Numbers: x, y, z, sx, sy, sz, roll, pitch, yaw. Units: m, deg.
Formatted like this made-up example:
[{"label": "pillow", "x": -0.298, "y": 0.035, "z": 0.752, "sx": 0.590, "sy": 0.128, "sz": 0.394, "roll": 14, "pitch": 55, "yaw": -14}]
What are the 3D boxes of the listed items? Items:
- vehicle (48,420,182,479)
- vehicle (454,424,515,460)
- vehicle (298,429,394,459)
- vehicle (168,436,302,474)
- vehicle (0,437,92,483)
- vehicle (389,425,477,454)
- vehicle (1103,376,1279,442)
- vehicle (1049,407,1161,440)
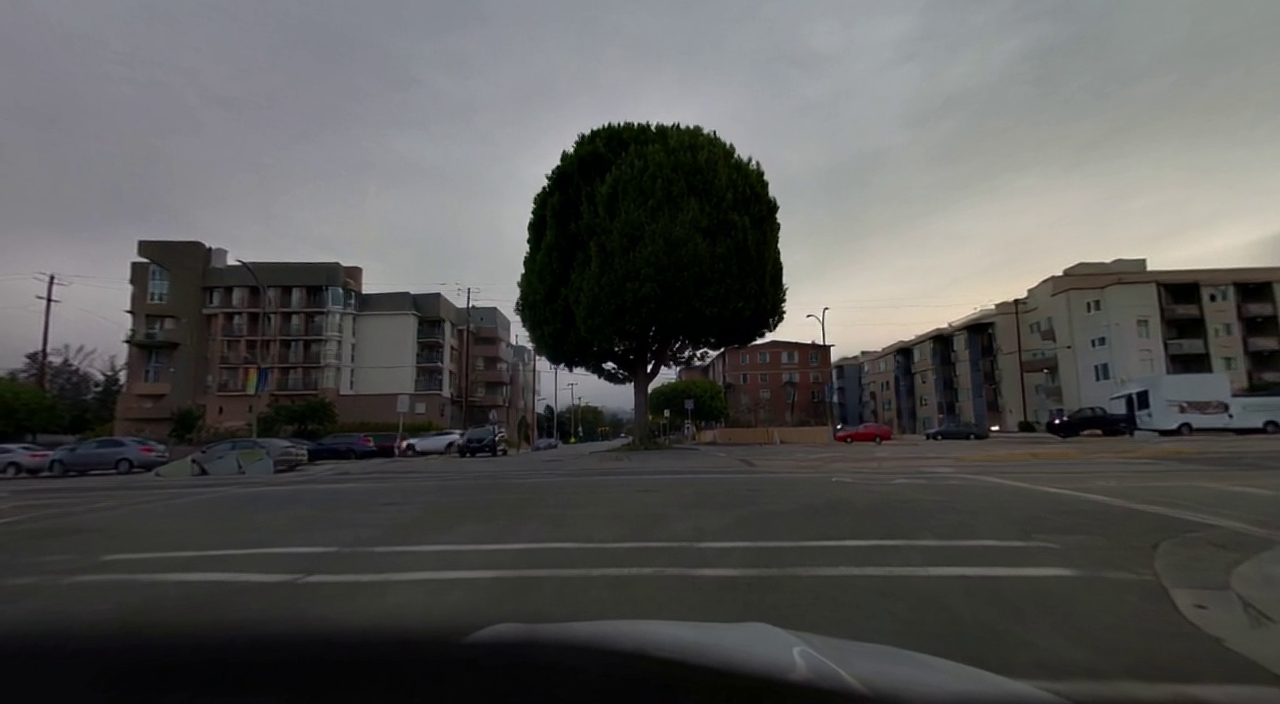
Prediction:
[{"label": "vehicle", "x": -21.294, "y": 3.967, "z": 25.672, "sx": 3.506, "sy": 2.261, "sz": 2.158, "roll": -1, "pitch": -9, "yaw": 6}, {"label": "vehicle", "x": -7.987, "y": 4.686, "z": 32.910, "sx": 2.156, "sy": 1.620, "sz": 4.945, "roll": 3, "pitch": -8, "yaw": -4}, {"label": "vehicle", "x": -16.963, "y": 5.346, "z": 36.563, "sx": 2.010, "sy": 1.583, "sz": 4.582, "roll": -6, "pitch": -10, "yaw": 35}, {"label": "vehicle", "x": -16.112, "y": 4.113, "z": 25.175, "sx": 4.233, "sy": 1.432, "sz": 1.755, "roll": -1, "pitch": -9, "yaw": 7}, {"label": "vehicle", "x": -25.847, "y": 4.456, "z": 26.131, "sx": 4.696, "sy": 1.801, "sz": 1.948, "roll": -1, "pitch": -9, "yaw": 8}, {"label": "vehicle", "x": -14.733, "y": 6.275, "z": 45.177, "sx": 5.557, "sy": 1.934, "sz": 2.060, "roll": 0, "pitch": -9, "yaw": -2}, {"label": "vehicle", "x": 33.867, "y": 3.392, "z": 37.321, "sx": 10.986, "sy": 3.604, "sz": 2.707, "roll": 0, "pitch": -8, "yaw": -5}, {"label": "vehicle", "x": 29.763, "y": 4.594, "z": 40.447, "sx": 5.277, "sy": 2.032, "sz": 2.408, "roll": 0, "pitch": -7, "yaw": -2}]
